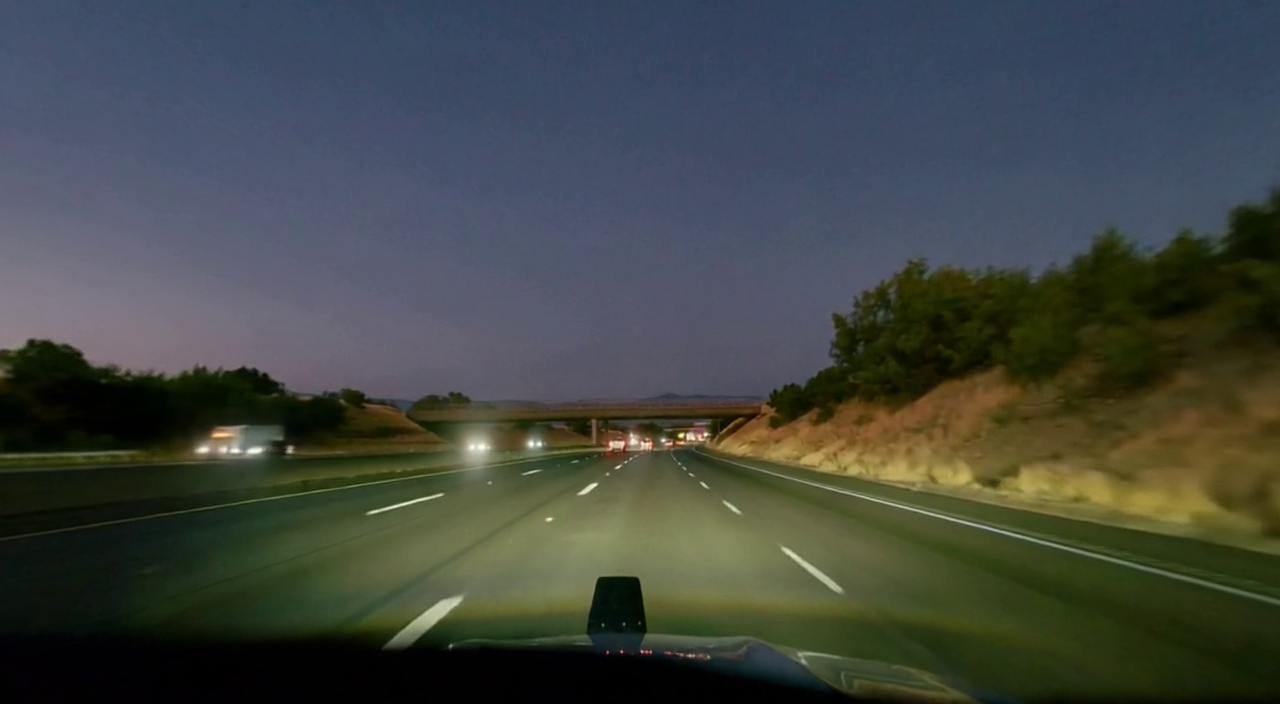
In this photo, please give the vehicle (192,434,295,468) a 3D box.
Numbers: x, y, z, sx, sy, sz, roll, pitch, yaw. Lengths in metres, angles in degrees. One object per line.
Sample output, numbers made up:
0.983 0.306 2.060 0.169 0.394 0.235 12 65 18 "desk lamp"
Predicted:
-24.163 6.082 38.792 2.342 1.928 5.955 0 -9 1 "vehicle"
